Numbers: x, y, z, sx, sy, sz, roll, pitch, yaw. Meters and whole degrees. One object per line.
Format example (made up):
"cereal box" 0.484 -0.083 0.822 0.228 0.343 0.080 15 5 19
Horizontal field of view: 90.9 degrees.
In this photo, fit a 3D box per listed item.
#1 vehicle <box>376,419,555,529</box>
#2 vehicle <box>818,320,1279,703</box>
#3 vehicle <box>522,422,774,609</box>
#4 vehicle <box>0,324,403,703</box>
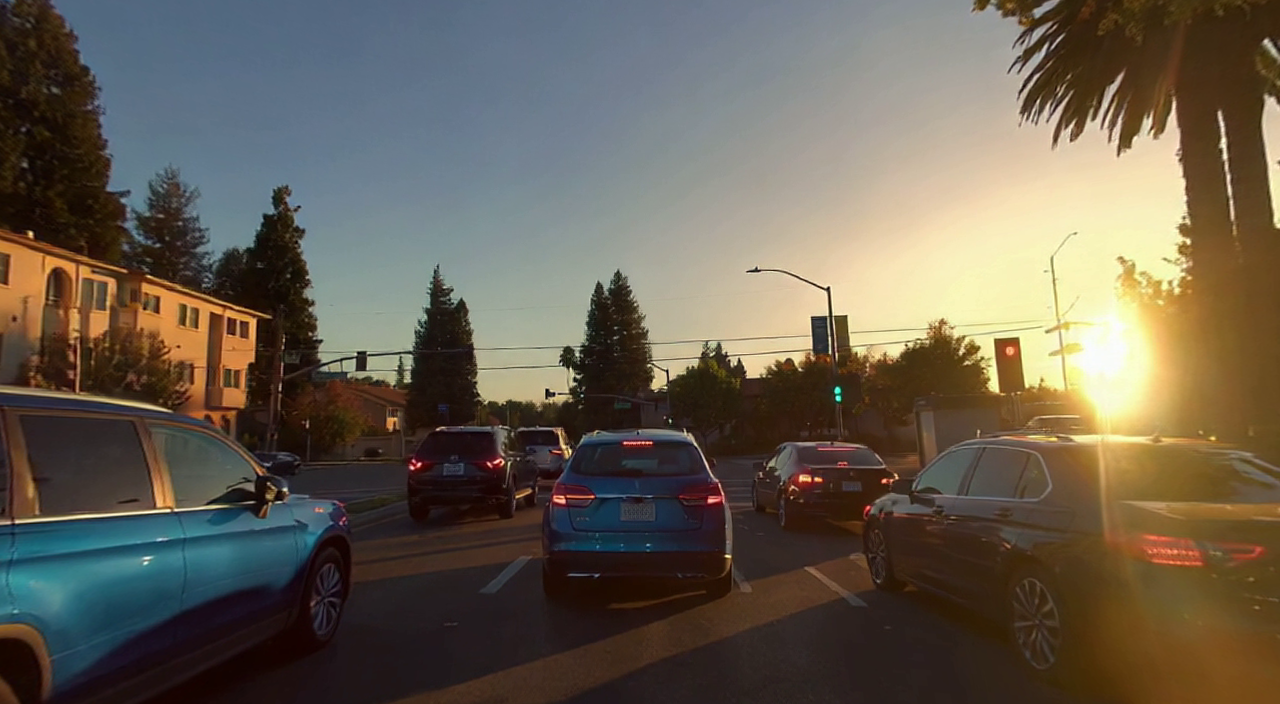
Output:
"vehicle" -3.167 2.331 12.661 2.117 1.772 4.619 0 -8 2
"vehicle" 3.223 1.123 4.887 2.141 1.833 4.704 0 -8 -2
"vehicle" 0.037 1.611 7.117 2.021 1.490 3.948 0 -8 -1
"vehicle" -3.106 0.960 3.325 1.982 1.721 4.261 0 -8 1
